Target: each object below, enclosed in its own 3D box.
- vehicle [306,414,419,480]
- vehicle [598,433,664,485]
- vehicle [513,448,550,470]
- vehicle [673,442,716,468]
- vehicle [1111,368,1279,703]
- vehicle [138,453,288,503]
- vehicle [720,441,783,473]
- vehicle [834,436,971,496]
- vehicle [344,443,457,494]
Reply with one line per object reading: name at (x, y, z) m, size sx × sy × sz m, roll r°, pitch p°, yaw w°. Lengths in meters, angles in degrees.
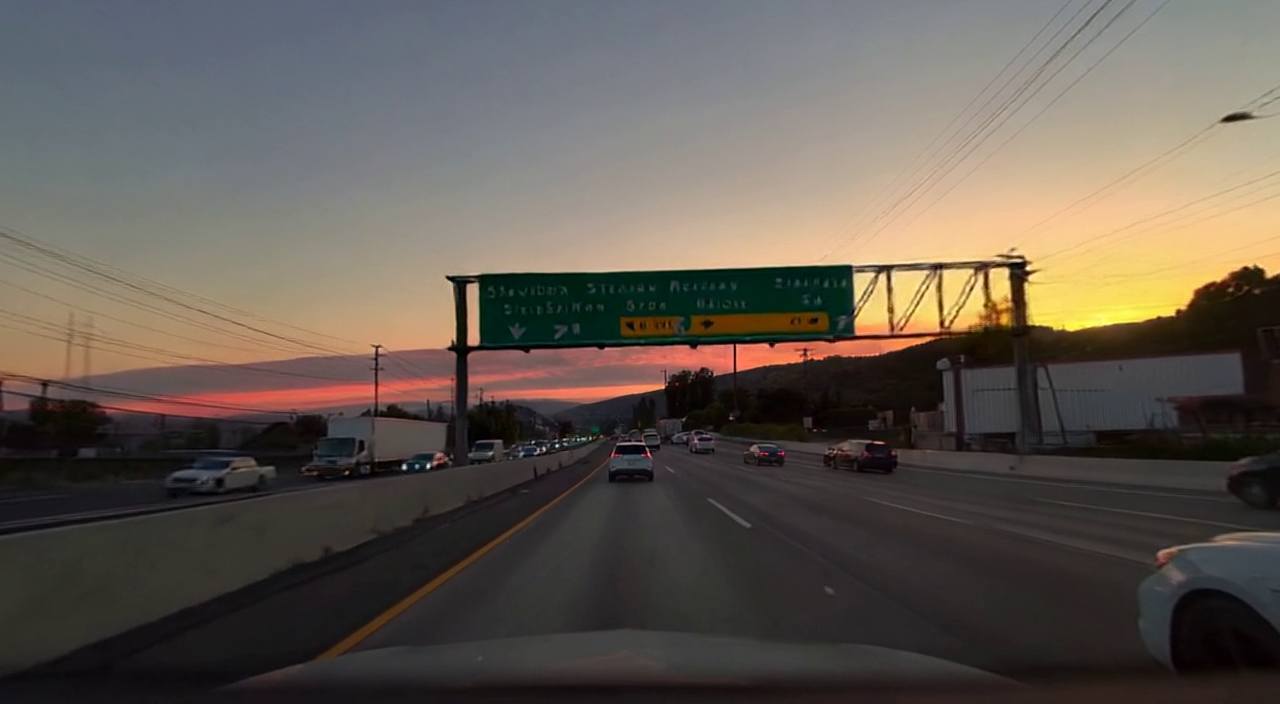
vehicle at (-18.286, 6.381, 42.657) m, size 3.068 × 3.921 × 9.552 m, roll 0°, pitch -8°, yaw 1°
vehicle at (-0.346, 4.056, 24.246) m, size 2.298 × 1.809 × 4.359 m, roll 0°, pitch -8°, yaw -1°
vehicle at (-7.984, 7.887, 46.703) m, size 1.931 × 1.541 × 4.018 m, roll 0°, pitch -8°, yaw 1°
vehicle at (3.276, 6.300, 38.738) m, size 2.115 × 1.481 × 3.968 m, roll 0°, pitch -8°, yaw -2°
vehicle at (3.325, 0.668, 1.157) m, size 1.967 × 1.547 × 3.777 m, roll 0°, pitch -8°, yaw 0°
vehicle at (-14.813, 4.356, 22.315) m, size 1.924 × 1.472 × 4.767 m, roll 0°, pitch -8°, yaw 1°
vehicle at (5.536, 5.275, 31.980) m, size 1.934 × 1.461 × 4.368 m, roll 1°, pitch -8°, yaw -7°
vehicle at (7.188, 3.149, 17.847) m, size 1.958 × 1.473 × 4.201 m, roll 0°, pitch -8°, yaw -1°
vehicle at (-8.273, 4.041, 22.385) m, size 2.069 × 1.613 × 4.660 m, roll 0°, pitch -8°, yaw 2°
